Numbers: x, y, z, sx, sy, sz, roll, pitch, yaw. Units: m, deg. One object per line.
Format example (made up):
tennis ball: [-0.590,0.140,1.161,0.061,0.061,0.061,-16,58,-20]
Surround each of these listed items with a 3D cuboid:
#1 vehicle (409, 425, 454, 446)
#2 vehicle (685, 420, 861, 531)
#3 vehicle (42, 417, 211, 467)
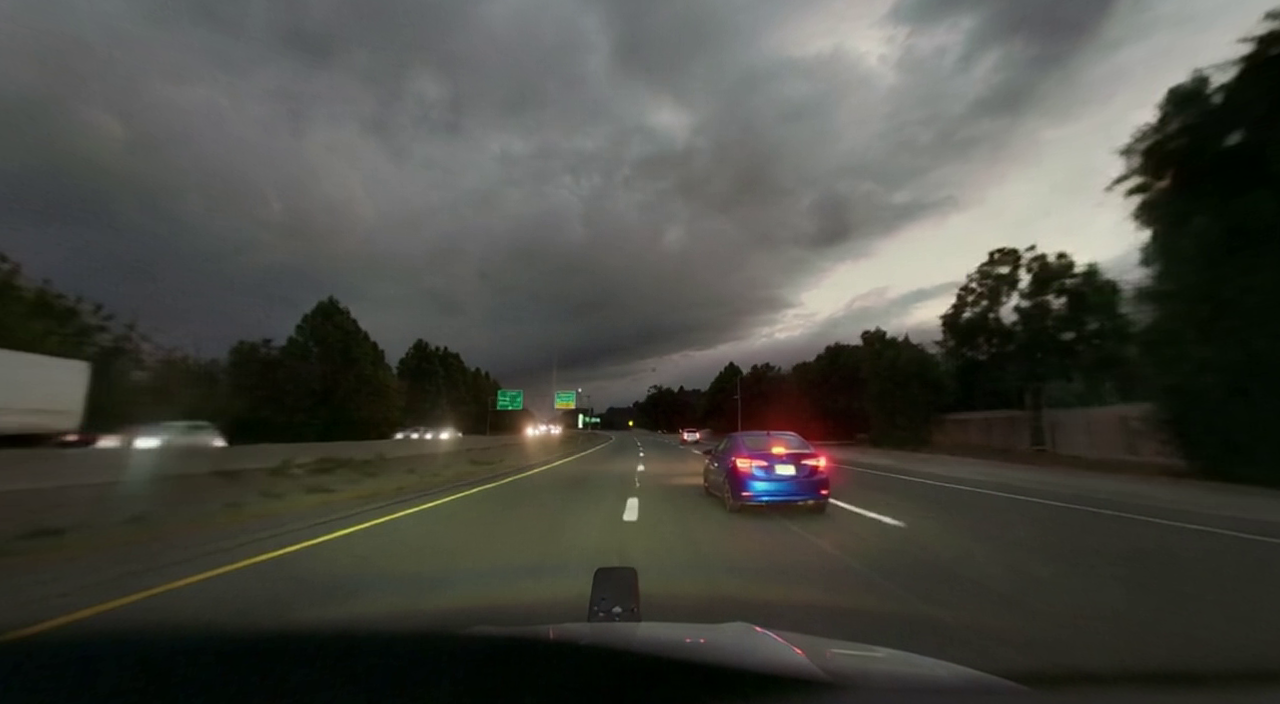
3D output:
vehicle: [-16.213,6.518,49.199,2.012,1.579,4.363,0,-8,0]
vehicle: [1.900,1.905,10.437,1.977,1.443,4.225,0,-8,0]
vehicle: [-16.449,2.912,20.520,1.875,1.454,4.252,0,-8,1]
